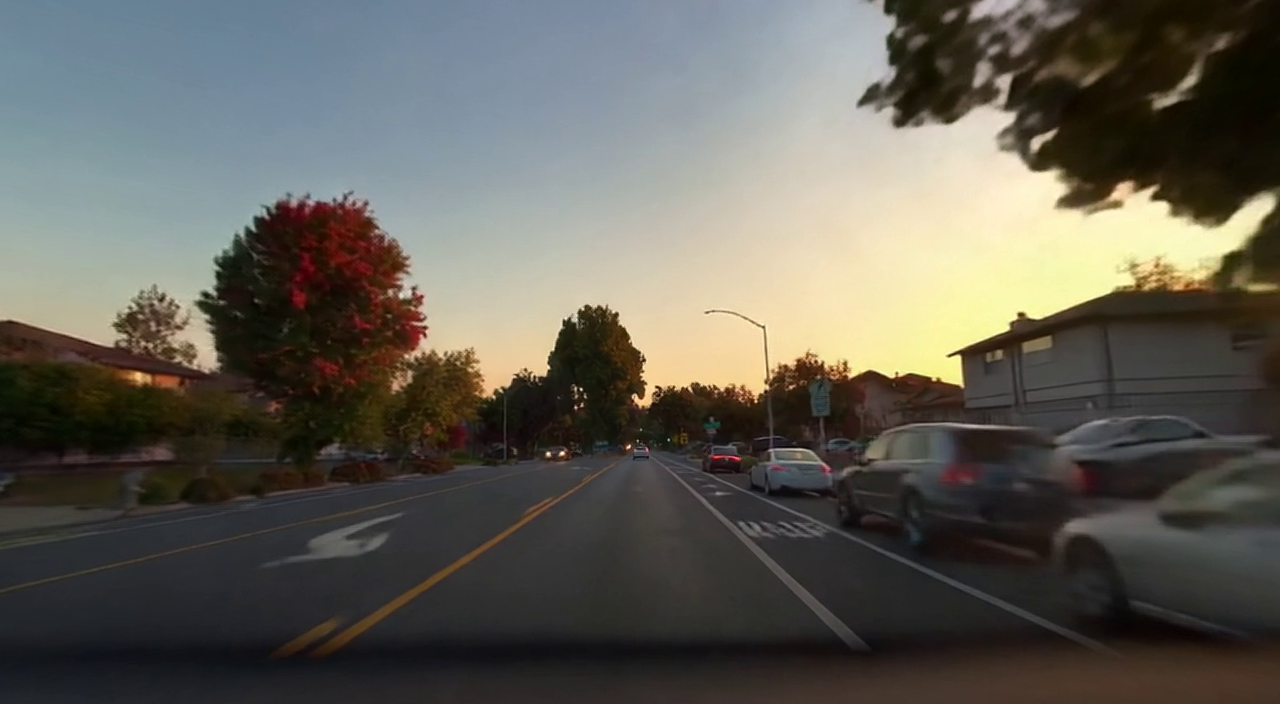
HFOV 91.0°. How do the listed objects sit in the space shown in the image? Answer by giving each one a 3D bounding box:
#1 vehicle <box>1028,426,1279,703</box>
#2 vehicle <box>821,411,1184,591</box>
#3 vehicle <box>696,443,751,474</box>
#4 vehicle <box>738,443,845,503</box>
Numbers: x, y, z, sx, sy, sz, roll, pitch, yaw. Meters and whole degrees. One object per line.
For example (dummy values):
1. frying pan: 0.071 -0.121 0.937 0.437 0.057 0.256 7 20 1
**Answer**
1. vehicle: 4.319 1.134 3.199 1.918 1.510 4.323 0 -9 0
2. vehicle: 4.240 1.810 8.598 2.018 1.741 4.772 0 -9 -1
3. vehicle: 4.416 5.761 34.305 2.154 1.550 5.785 0 -9 -1
4. vehicle: 4.195 3.418 18.340 1.968 1.482 4.991 0 -9 1
